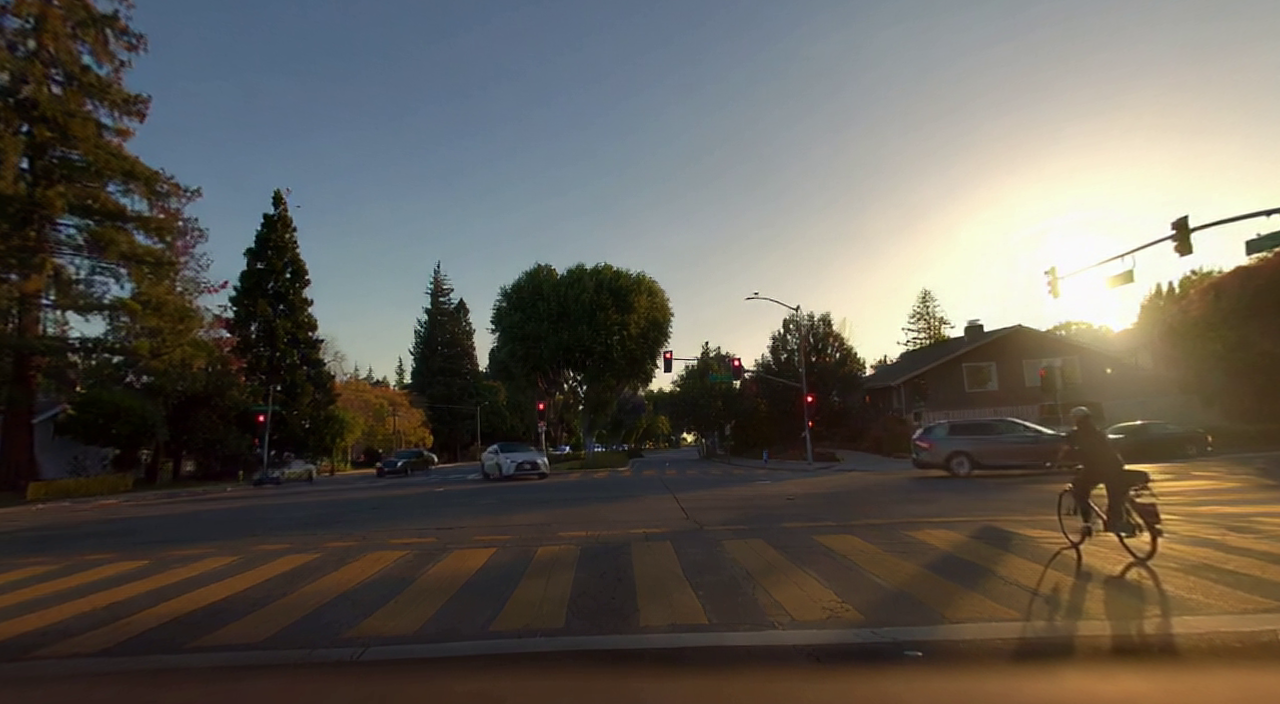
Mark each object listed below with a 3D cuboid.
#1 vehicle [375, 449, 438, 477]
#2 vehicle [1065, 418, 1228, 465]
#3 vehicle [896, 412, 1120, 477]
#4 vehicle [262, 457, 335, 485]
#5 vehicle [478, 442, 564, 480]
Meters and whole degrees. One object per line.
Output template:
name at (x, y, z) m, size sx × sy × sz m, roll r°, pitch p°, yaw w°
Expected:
vehicle at (-13.466, 6.387, 36.595) m, size 1.973 × 1.511 × 4.299 m, roll 0°, pitch -9°, yaw 0°
vehicle at (17.375, 3.100, 21.774) m, size 3.969 × 1.493 × 1.823 m, roll 0°, pitch -9°, yaw 1°
vehicle at (10.590, 2.760, 18.664) m, size 5.188 × 1.731 × 2.191 m, roll -2°, pitch -9°, yaw 14°
vehicle at (-20.797, 7.244, 38.626) m, size 1.872 × 1.455 × 4.576 m, roll 0°, pitch -9°, yaw 0°
vehicle at (-5.250, 4.672, 27.334) m, size 2.017 × 1.496 × 4.749 m, roll 5°, pitch -10°, yaw -32°
